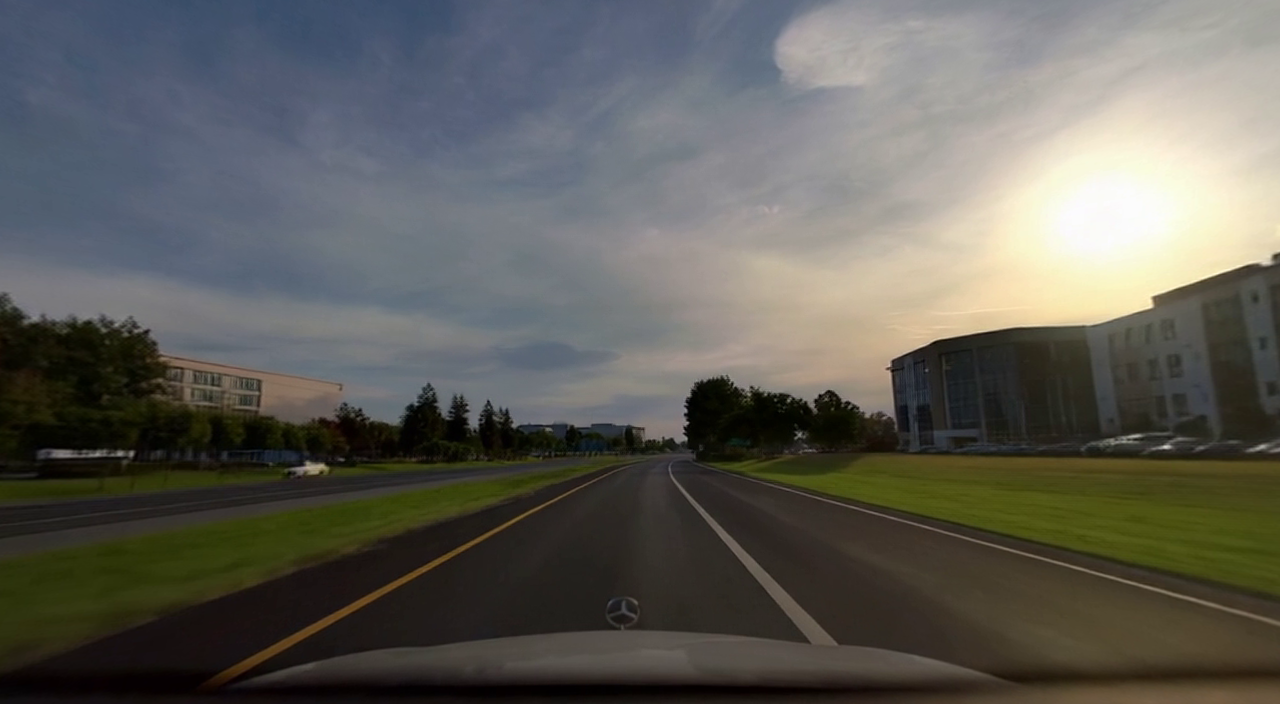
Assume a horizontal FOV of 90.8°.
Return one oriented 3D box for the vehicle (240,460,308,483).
[{"bbox_3d":[-28.892,9.423,49.920,1.855,1.606,4.190,-5,-10,28],"label":"vehicle"}]
